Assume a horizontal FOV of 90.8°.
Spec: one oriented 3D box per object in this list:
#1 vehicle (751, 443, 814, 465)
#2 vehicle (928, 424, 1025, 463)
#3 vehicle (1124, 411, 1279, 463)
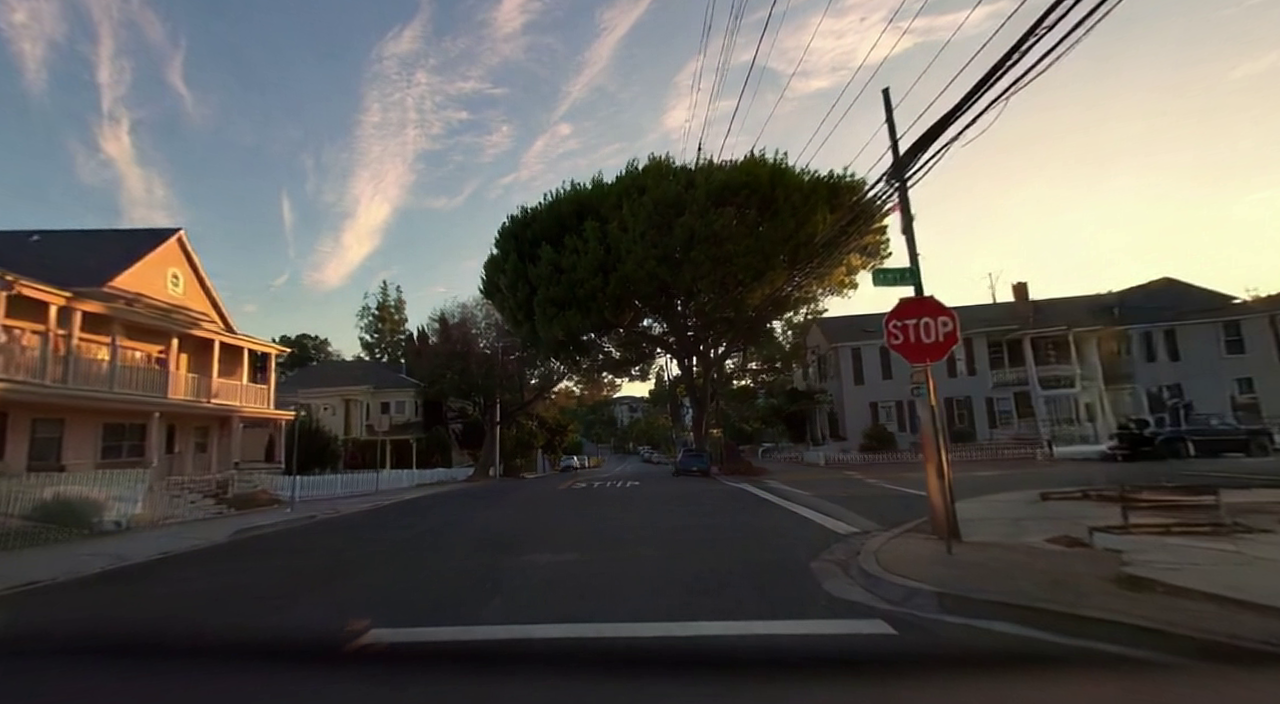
[{"bbox_3d":[10.133,7.267,45.119,4.019,1.533,1.769,0,-9,0],"label":"vehicle"},{"bbox_3d":[15.673,4.333,29.767,2.025,1.689,4.342,0,-9,-2],"label":"vehicle"},{"bbox_3d":[21.268,3.223,23.748,4.466,1.769,2.033,1,-8,0],"label":"vehicle"}]
